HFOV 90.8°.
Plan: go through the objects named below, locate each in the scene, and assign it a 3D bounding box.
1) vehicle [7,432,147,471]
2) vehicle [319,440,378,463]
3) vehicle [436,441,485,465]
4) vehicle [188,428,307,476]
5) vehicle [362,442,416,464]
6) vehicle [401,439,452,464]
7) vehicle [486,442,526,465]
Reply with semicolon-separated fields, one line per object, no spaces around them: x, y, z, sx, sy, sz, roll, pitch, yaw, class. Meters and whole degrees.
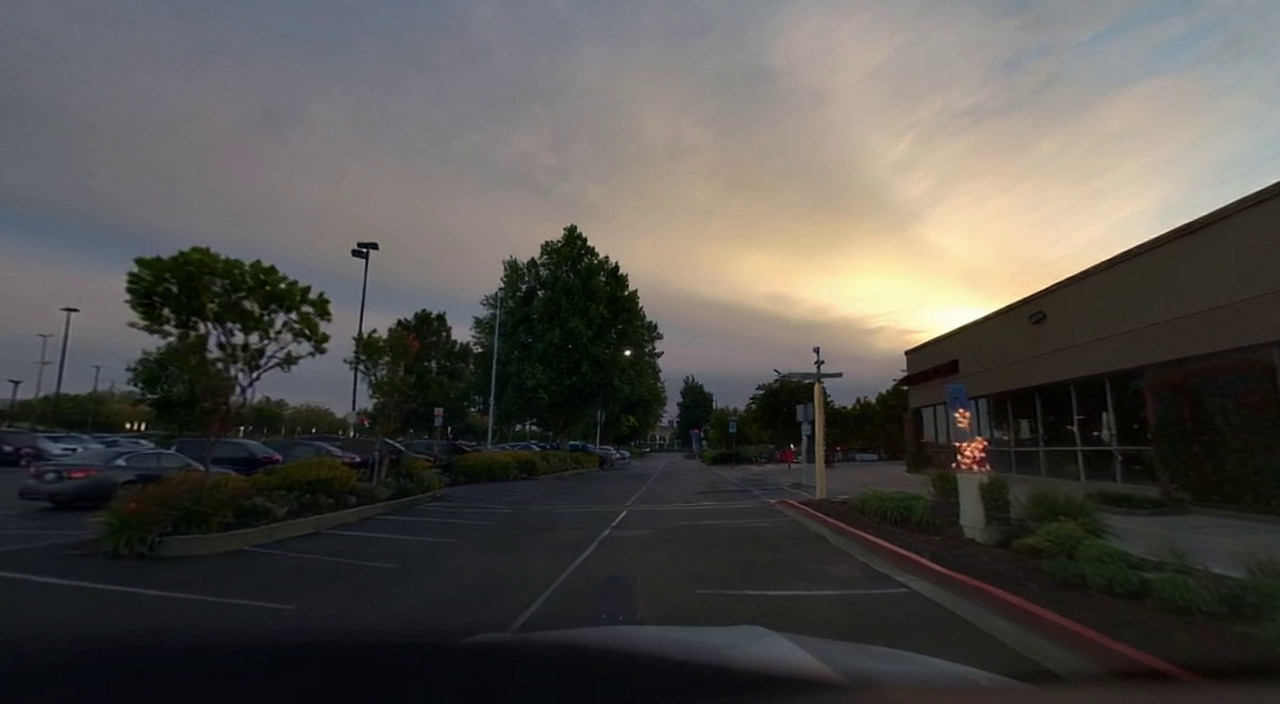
-24.874;4.421;28.163;1.876;1.591;4.470;-1;-8;5;vehicle
-21.209;7.262;46.146;1.773;1.498;4.085;2;-8;11;vehicle
-12.891;7.281;45.674;1.928;1.613;4.197;-1;-8;7;vehicle
-17.009;4.360;27.692;1.972;1.923;4.535;-1;-8;5;vehicle
-18.245;7.345;46.068;1.909;1.474;3.908;-1;-8;7;vehicle
-15.424;7.270;45.907;1.902;1.645;3.903;1;-10;7;vehicle
-9.740;7.385;46.267;1.892;1.597;4.259;0;-8;2;vehicle
